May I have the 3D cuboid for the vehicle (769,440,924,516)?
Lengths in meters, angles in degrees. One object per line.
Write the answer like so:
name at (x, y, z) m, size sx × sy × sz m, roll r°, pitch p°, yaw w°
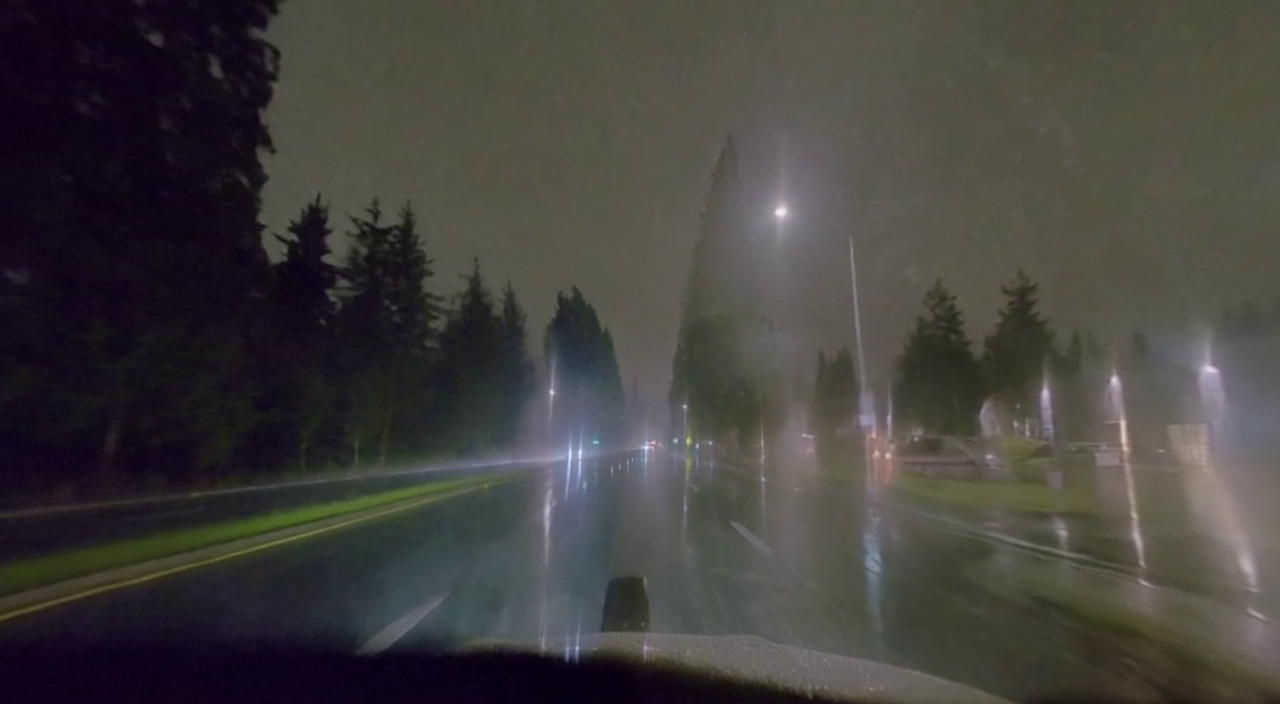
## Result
vehicle at (4.628, 2.878, 15.025) m, size 2.184 × 1.496 × 4.615 m, roll 0°, pitch -9°, yaw 1°

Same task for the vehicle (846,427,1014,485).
vehicle at (10.124, 3.674, 22.333) m, size 4.839 × 1.933 × 2.215 m, roll 1°, pitch -8°, yaw -3°
